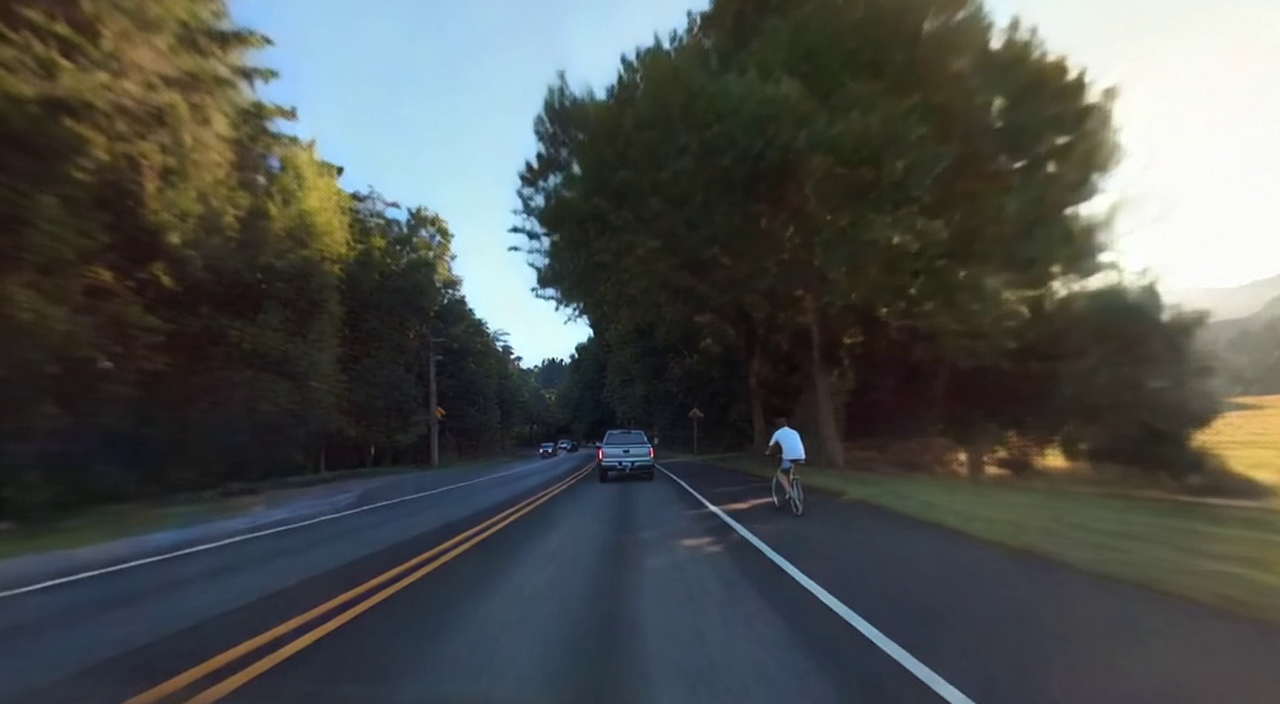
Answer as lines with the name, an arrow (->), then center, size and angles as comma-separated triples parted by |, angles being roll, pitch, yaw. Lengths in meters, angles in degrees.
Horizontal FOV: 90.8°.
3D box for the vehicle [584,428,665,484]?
vehicle -> -0.647, 3.798, 23.332 | 2.631, 1.798, 5.331 | 0, -8, -3
